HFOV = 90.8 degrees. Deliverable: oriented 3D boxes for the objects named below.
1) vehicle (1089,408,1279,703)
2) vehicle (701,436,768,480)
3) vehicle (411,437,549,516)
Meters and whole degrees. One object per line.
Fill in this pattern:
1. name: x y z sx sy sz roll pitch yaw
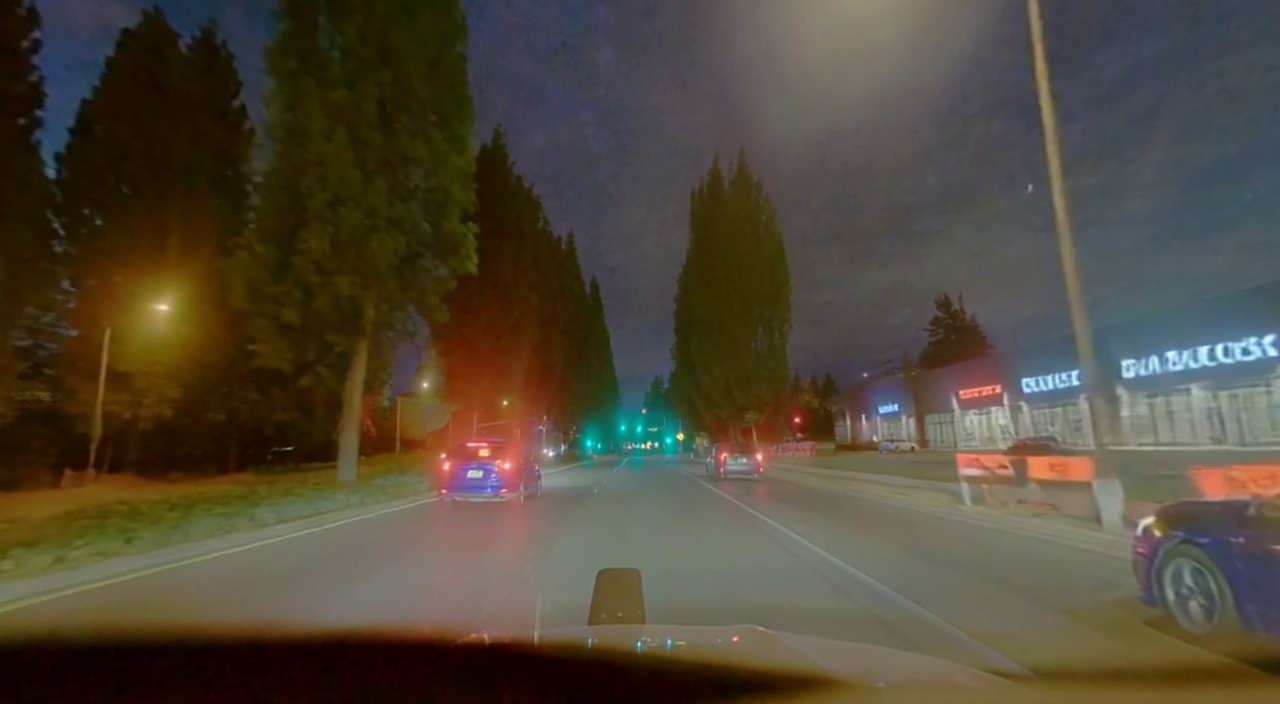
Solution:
1. vehicle: 4.068 0.926 2.463 1.827 1.491 3.743 0 -9 0
2. vehicle: 4.122 4.730 28.451 2.159 1.793 4.735 0 -9 -1
3. vehicle: -3.337 2.687 14.095 2.020 1.474 4.098 0 -9 0
